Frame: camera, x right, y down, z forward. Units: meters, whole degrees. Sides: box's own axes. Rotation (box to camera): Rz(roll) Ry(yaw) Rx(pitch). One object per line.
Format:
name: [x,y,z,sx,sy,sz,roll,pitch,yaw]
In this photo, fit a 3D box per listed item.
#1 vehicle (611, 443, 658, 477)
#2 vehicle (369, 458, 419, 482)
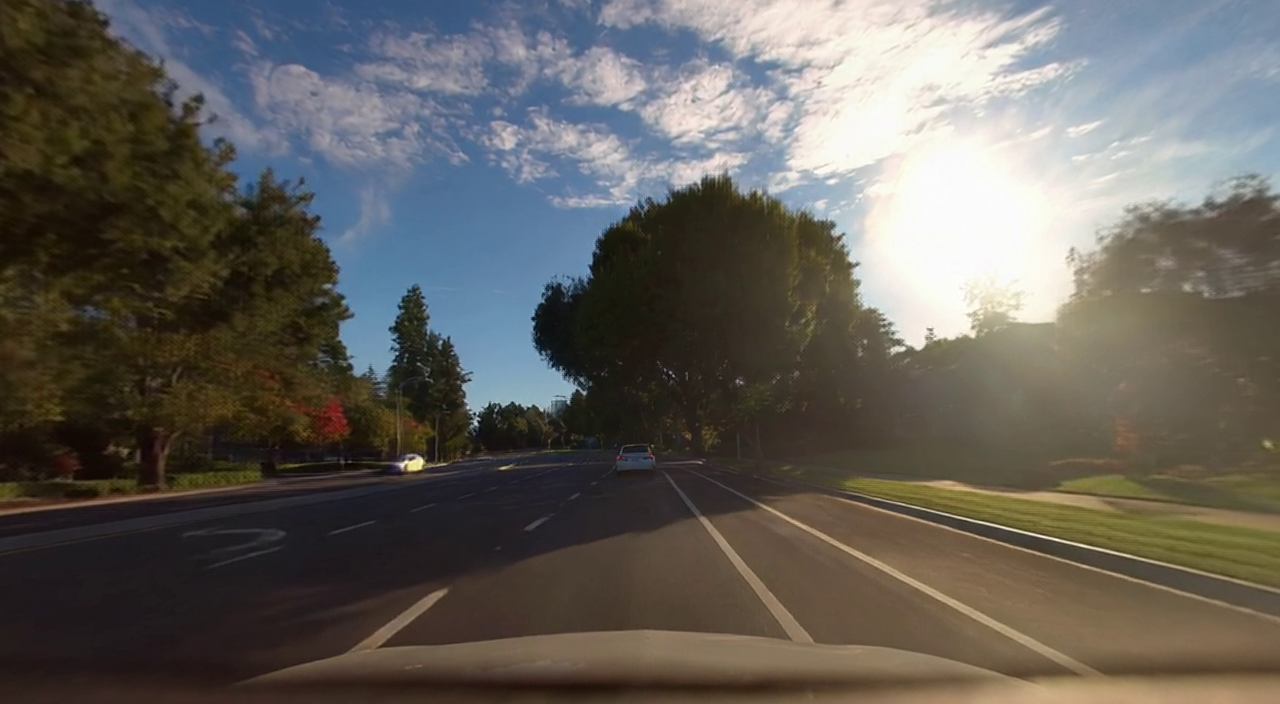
vehicle: [-0.224,4.947,29.082,2.009,1.456,4.003,0,-8,1]
vehicle: [-17.220,8.255,44.327,1.824,1.471,4.117,0,-8,0]
